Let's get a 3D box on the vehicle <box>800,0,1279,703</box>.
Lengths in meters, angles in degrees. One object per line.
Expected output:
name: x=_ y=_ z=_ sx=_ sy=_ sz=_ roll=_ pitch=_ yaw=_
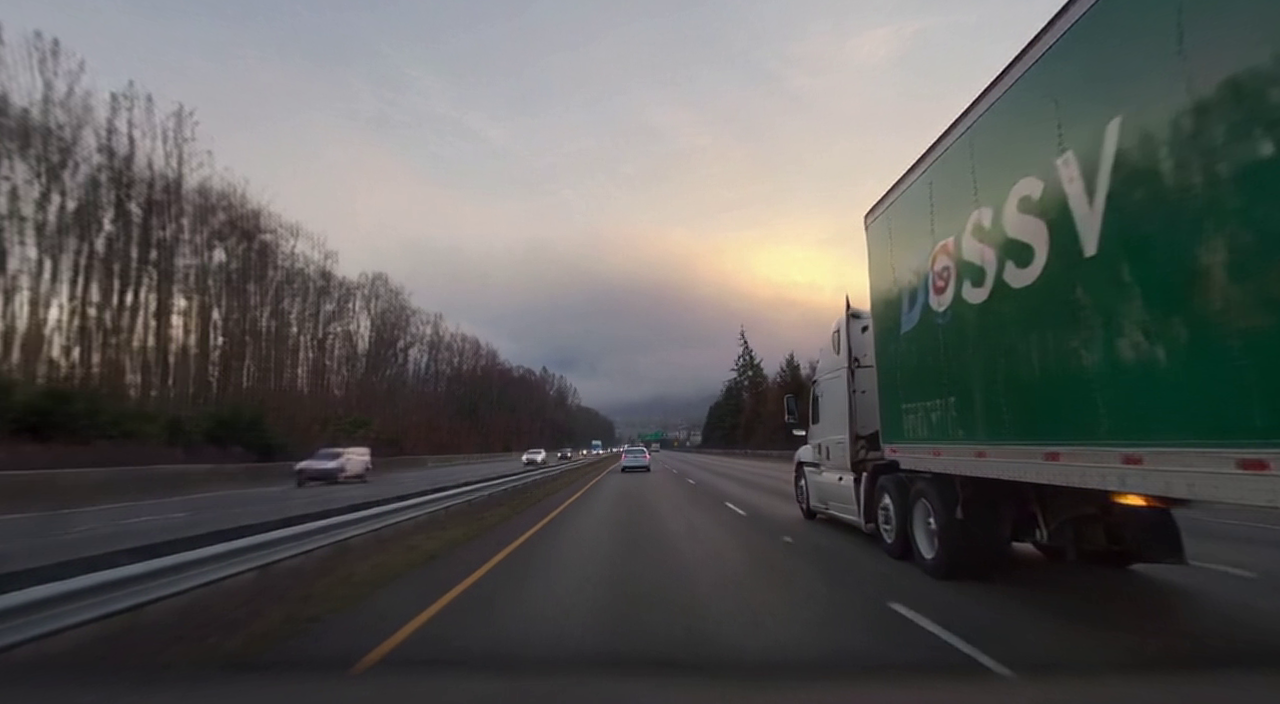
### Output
vehicle: x=4.421 y=-0.299 z=3.154 sx=3.317 sy=4.020 sz=14.141 roll=0 pitch=-9 yaw=-1

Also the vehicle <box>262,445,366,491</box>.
vehicle: x=-13.386 y=4.765 z=26.078 sx=1.995 sy=1.693 sz=4.326 roll=0 pitch=-9 yaw=0

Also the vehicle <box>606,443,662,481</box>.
vehicle: x=-0.284 y=4.751 z=27.276 sx=2.244 sy=1.506 sz=4.097 roll=0 pitch=-9 yaw=-1
